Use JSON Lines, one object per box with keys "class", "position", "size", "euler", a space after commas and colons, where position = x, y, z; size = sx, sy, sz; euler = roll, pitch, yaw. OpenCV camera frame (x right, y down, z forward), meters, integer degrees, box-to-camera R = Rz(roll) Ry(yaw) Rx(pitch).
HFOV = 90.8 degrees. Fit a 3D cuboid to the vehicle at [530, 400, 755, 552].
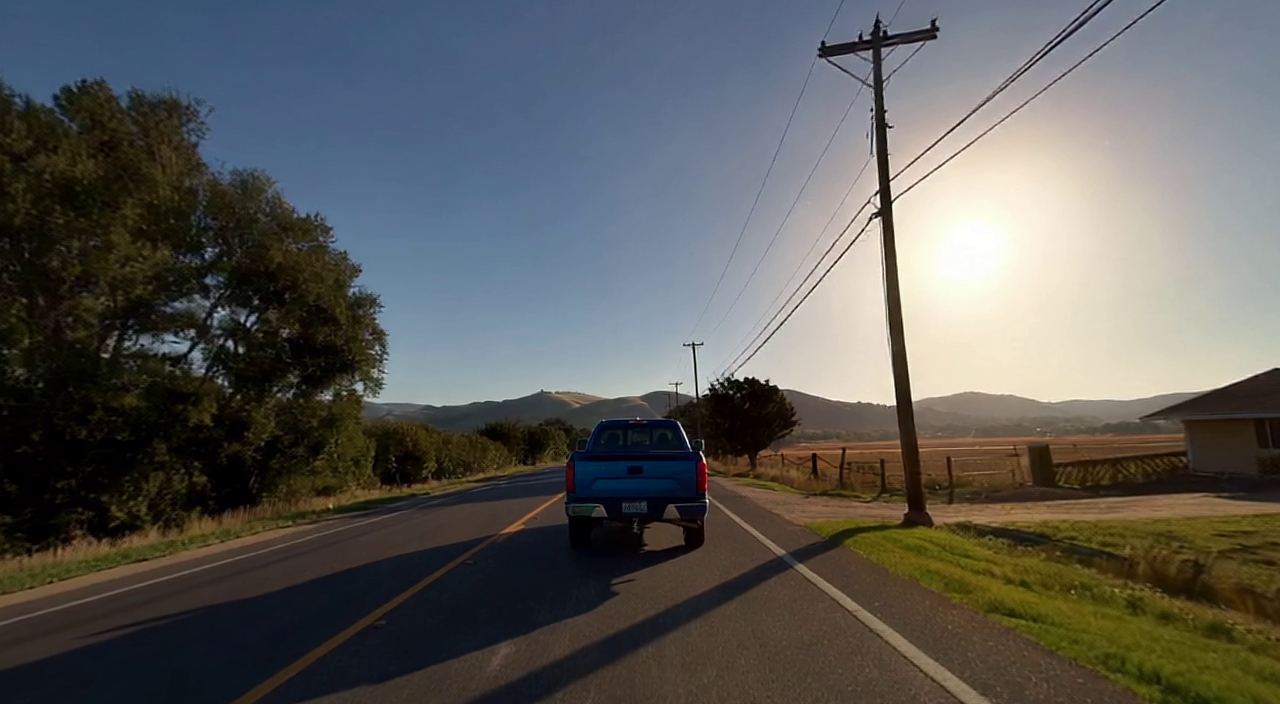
{"class": "vehicle", "position": [-0.013, 1.967, 10.833], "size": [2.774, 1.861, 5.885], "euler": [0, -8, -1]}
